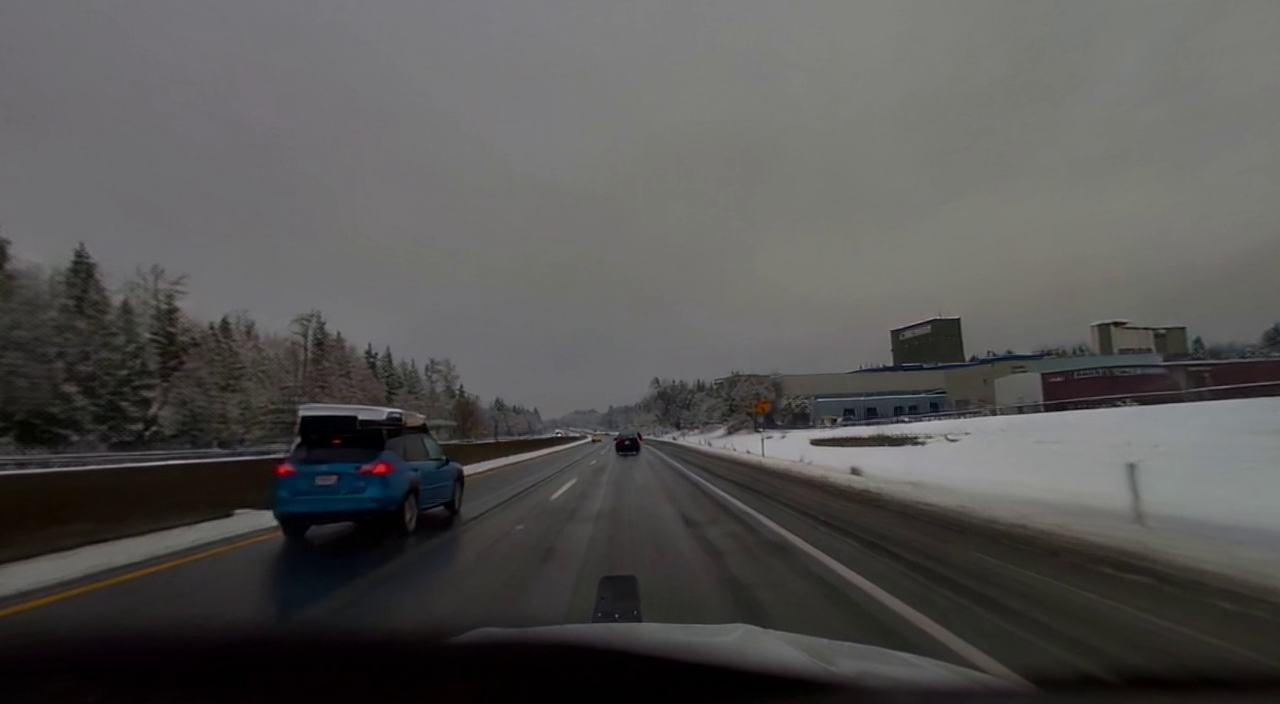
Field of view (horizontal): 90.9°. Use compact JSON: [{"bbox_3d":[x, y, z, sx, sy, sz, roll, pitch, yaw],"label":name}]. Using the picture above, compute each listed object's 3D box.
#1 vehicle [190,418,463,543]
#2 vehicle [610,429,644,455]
[{"bbox_3d":[-4.658,1.953,10.409,2.189,1.580,4.607,0,-8,-1],"label":"vehicle"},{"bbox_3d":[-0.822,5.913,41.324,2.151,1.618,3.898,0,-8,-1],"label":"vehicle"}]
